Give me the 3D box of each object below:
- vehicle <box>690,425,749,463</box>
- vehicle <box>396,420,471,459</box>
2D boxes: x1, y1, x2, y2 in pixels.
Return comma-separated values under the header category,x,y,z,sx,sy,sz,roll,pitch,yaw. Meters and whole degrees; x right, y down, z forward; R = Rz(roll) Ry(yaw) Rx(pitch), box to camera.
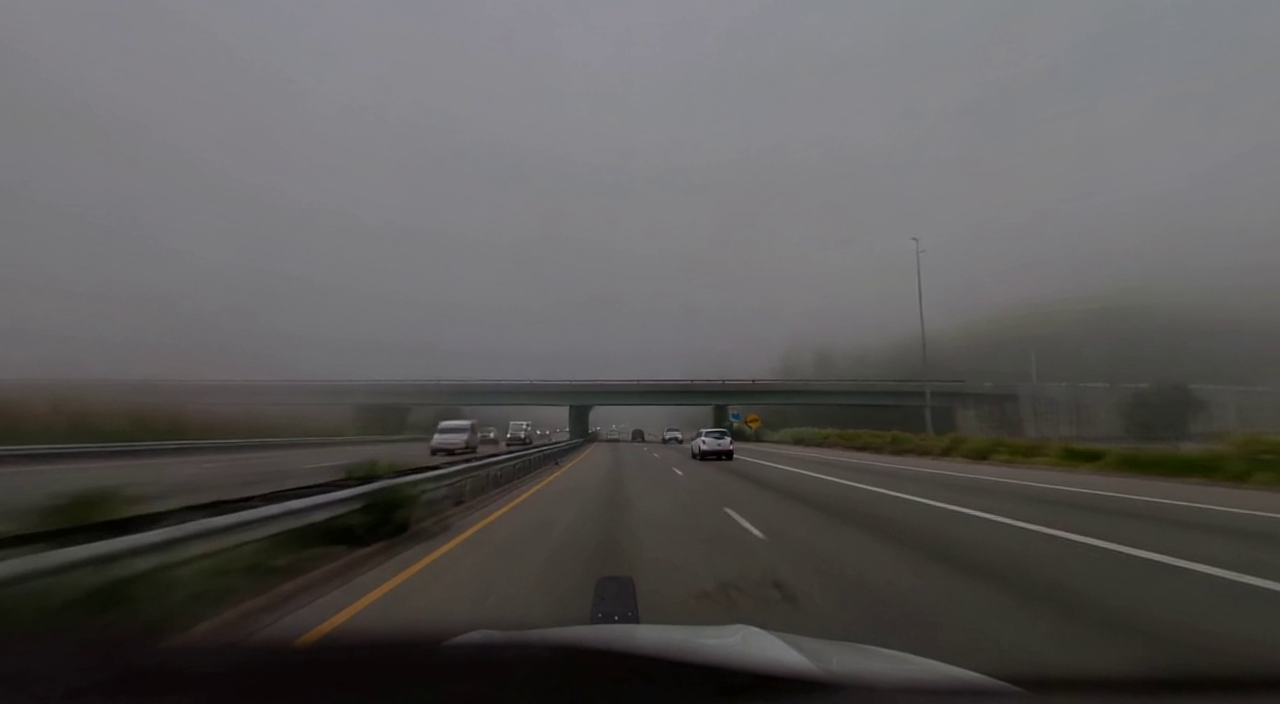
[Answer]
category,x,y,z,sx,sy,sz,roll,pitch,yaw
vehicle,3.413,4.036,27.848,1.938,1.578,3.764,0,-7,-3
vehicle,-9.264,3.958,28.660,2.058,1.632,4.191,0,-7,-2
